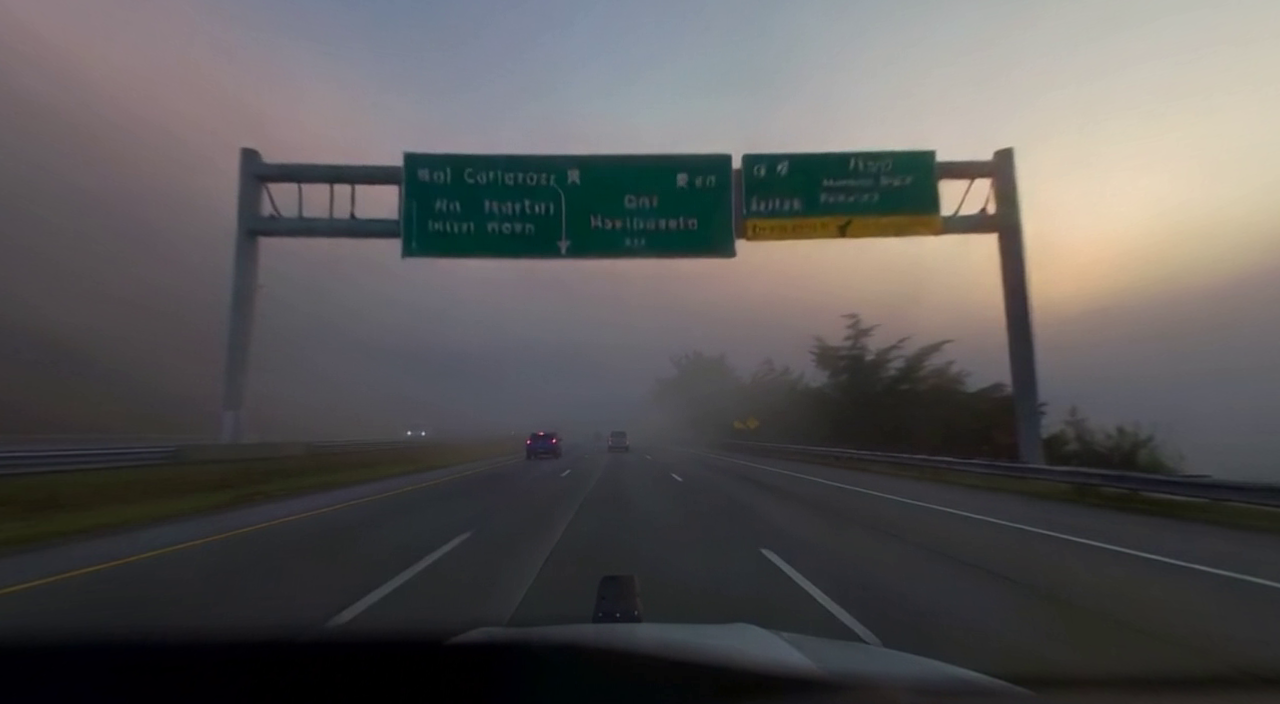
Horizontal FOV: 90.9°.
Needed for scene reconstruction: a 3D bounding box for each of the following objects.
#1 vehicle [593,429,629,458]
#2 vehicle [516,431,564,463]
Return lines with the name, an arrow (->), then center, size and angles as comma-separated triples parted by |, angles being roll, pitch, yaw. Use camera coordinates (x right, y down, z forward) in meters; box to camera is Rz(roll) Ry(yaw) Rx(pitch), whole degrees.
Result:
vehicle -> -1.759, 5.728, 39.500 | 2.159, 1.690, 3.720 | 0, -7, -1
vehicle -> -5.410, 5.158, 34.490 | 2.100, 1.590, 4.077 | 0, -7, -2
